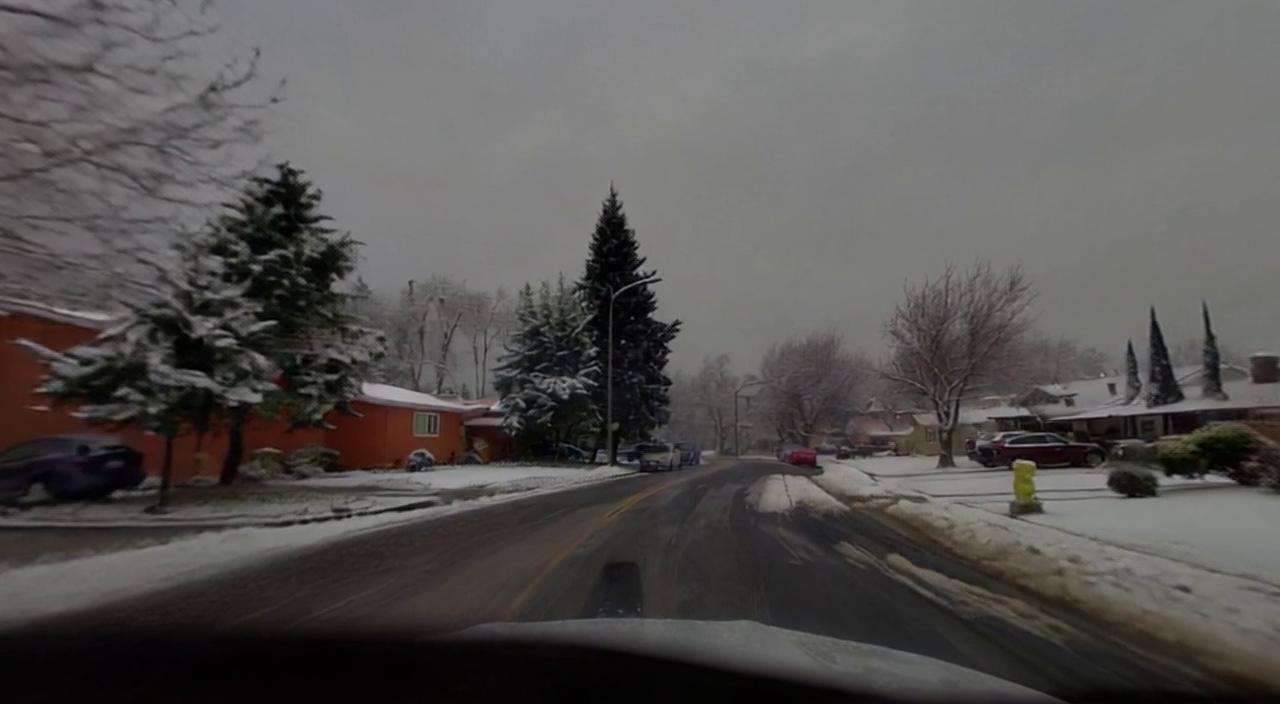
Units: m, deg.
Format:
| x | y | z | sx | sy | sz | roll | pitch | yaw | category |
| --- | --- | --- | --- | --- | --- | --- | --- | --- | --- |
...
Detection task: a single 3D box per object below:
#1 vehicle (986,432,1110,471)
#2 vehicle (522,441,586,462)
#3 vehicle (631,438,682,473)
| x | y | z | sx | sy | sz | roll | pitch | yaw | category |
| --- | --- | --- | --- | --- | --- | --- | --- | --- | --- |
| 18.688 | 4.546 | 29.091 | 4.384 | 1.688 | 1.956 | 1 | -8 | -4 | vehicle |
| -6.094 | 7.013 | 44.546 | 4.376 | 1.458 | 2.046 | 1 | -8 | -10 | vehicle |
| 1.067 | 6.035 | 37.216 | 2.215 | 1.859 | 4.765 | -2 | -8 | 11 | vehicle |
